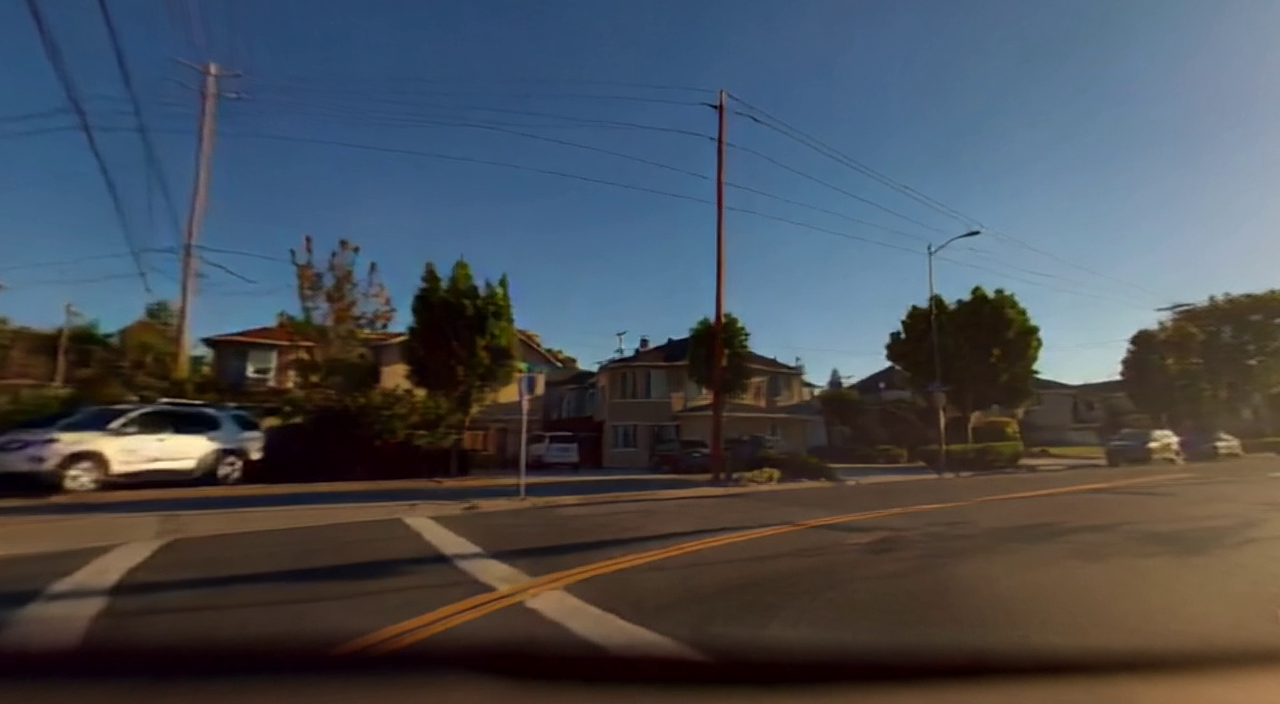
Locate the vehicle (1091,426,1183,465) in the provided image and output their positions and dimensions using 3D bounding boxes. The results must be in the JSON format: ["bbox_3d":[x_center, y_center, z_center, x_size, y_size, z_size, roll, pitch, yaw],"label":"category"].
[{"bbox_3d":[24.459,4.580,30.990,4.437,1.695,2.027,5,-13,-33],"label":"vehicle"}]

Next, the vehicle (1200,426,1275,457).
[{"bbox_3d":[37.876,5.692,39.892,5.370,1.799,2.120,5,-11,-34],"label":"vehicle"}]

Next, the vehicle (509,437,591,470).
[{"bbox_3d":[-4.617,5.168,32.284,3.784,1.532,1.650,3,-9,-28],"label":"vehicle"}]
